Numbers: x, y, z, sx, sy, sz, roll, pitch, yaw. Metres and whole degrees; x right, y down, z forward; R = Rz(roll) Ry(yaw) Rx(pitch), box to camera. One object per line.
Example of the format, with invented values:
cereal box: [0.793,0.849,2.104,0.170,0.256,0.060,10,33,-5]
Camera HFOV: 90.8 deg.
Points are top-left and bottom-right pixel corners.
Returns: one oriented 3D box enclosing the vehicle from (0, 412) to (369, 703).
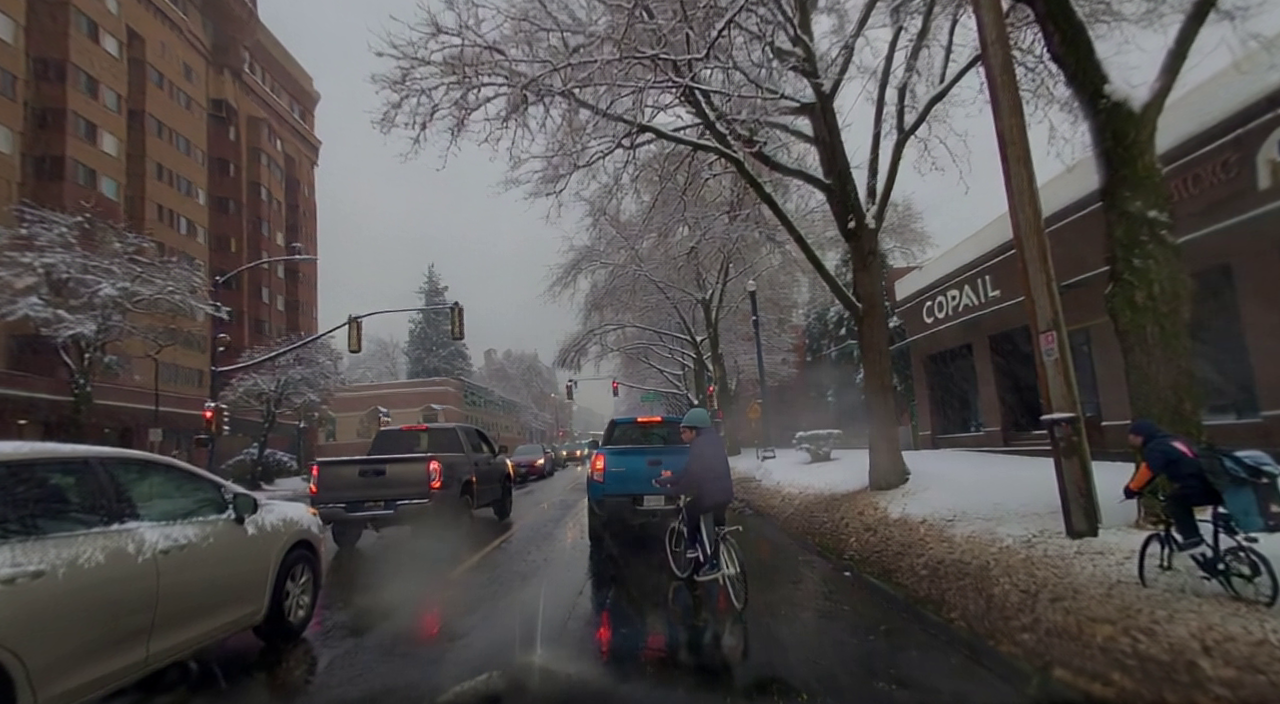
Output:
vehicle: [-3.563,1.171,3.686,2.064,1.486,4.140,0,-9,1]

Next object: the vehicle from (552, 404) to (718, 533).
vehicle: [-0.117,2.086,11.855,2.426,1.882,5.027,0,-9,-1]

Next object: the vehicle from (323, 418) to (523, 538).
vehicle: [-3.611,2.199,11.596,2.046,1.750,4.452,0,-9,0]
